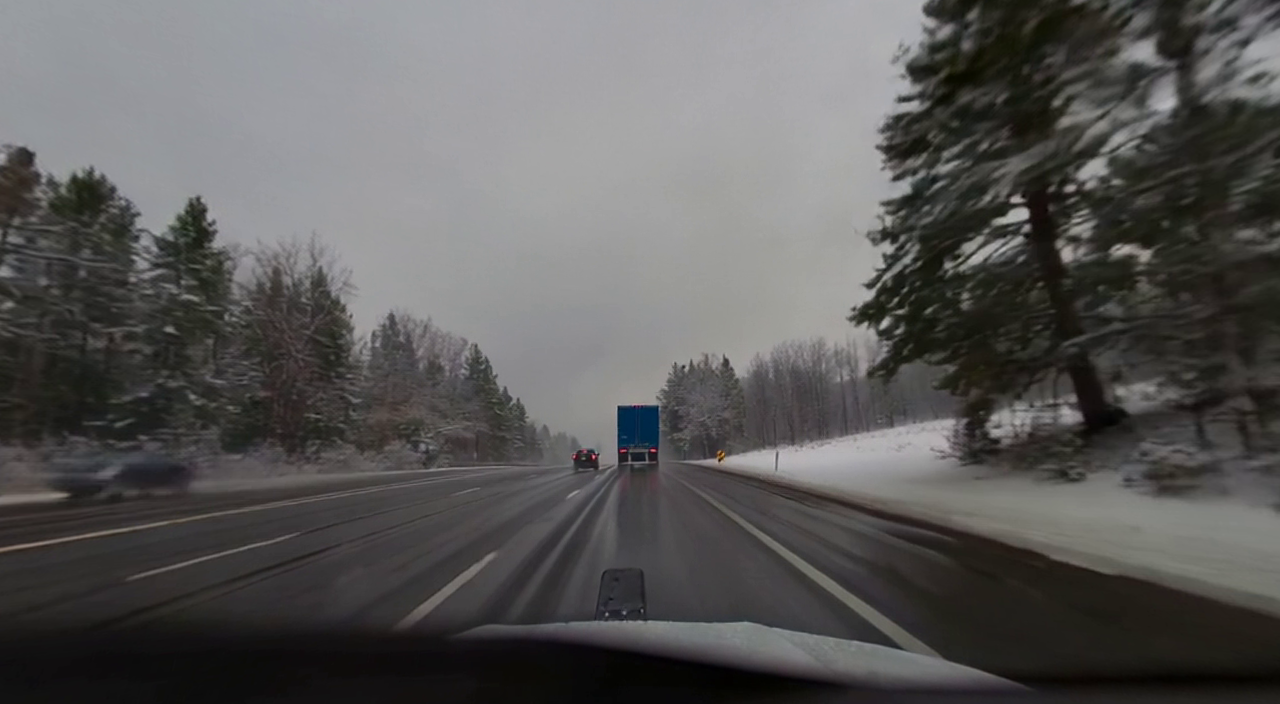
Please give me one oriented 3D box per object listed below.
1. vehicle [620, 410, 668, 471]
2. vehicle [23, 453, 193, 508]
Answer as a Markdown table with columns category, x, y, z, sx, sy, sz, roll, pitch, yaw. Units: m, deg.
| category | x | y | z | sx | sy | sz | roll | pitch | yaw |
| --- | --- | --- | --- | --- | --- | --- | --- | --- | --- |
| vehicle | 0.233 | 6.955 | 49.322 | 3.320 | 4.173 | 11.889 | 0 | -8 | -1 |
| vehicle | -16.617 | 3.987 | 20.037 | 1.799 | 1.500 | 4.126 | 0 | -8 | -1 |
